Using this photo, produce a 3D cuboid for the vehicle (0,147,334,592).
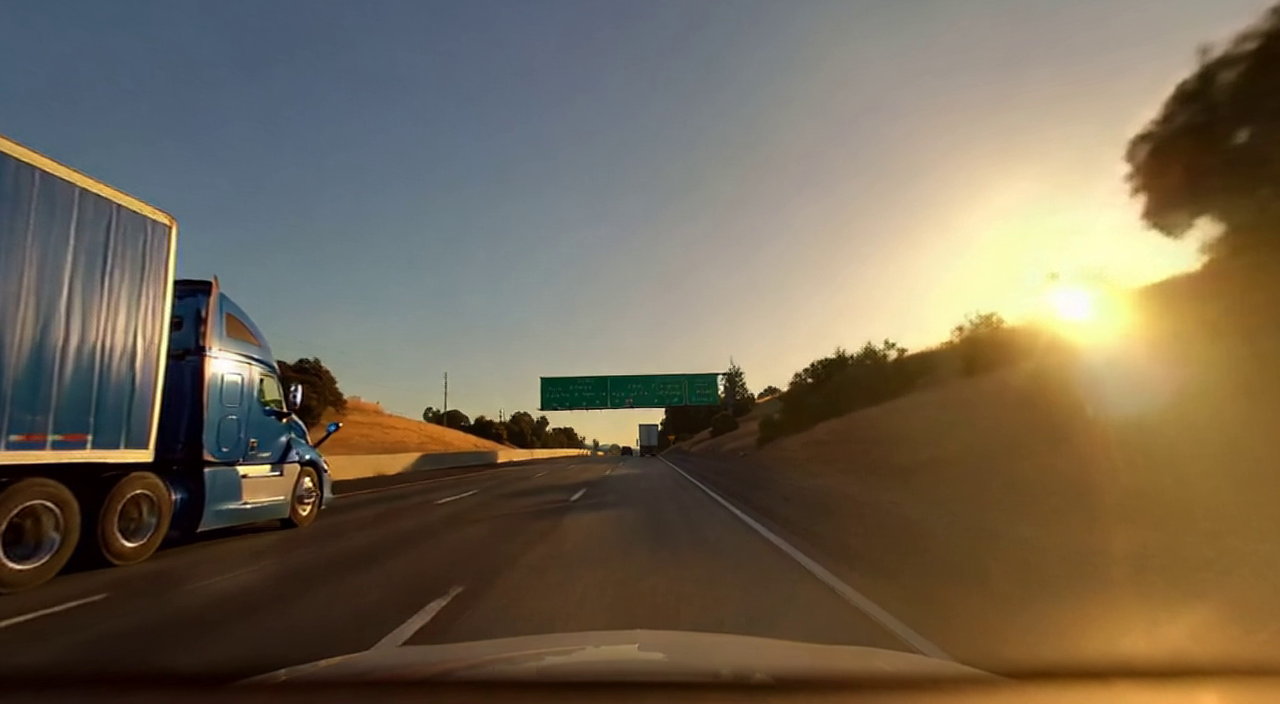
[{"bbox_3d":[-7.192,0.352,6.933,2.996,3.947,8.600,0,-9,2],"label":"vehicle"}]
